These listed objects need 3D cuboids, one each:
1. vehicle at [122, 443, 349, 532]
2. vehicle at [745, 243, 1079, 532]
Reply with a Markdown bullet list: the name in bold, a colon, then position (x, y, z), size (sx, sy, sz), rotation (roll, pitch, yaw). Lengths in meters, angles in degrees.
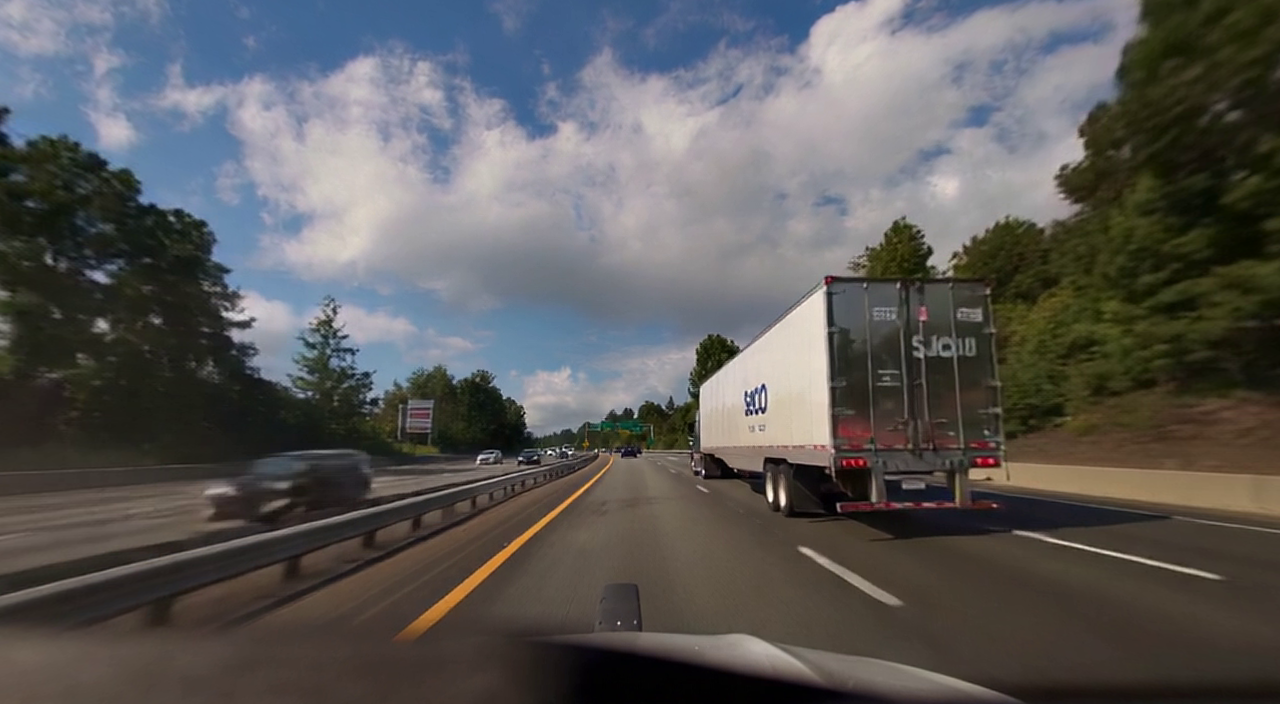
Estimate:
- **vehicle**: position (-8.410, 2.807, 13.679), size (1.978, 1.570, 4.487), rotation (0, -9, -1)
- **vehicle**: position (4.317, 1.039, 12.661), size (2.892, 3.928, 8.380), rotation (0, -9, 0)
